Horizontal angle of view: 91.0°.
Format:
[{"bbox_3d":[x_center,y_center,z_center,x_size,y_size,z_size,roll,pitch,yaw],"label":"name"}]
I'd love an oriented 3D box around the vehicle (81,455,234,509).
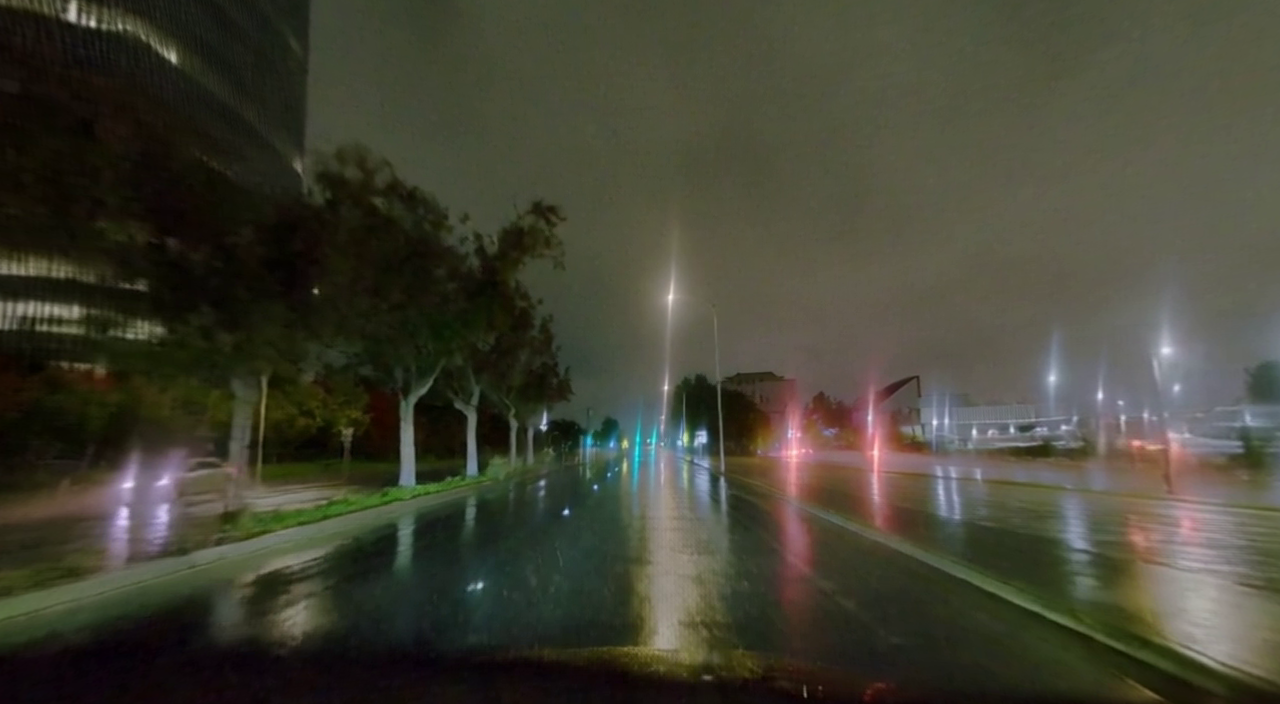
[{"bbox_3d":[-16.731,4.493,22.219,1.807,1.570,4.557,-1,-9,0],"label":"vehicle"}]
